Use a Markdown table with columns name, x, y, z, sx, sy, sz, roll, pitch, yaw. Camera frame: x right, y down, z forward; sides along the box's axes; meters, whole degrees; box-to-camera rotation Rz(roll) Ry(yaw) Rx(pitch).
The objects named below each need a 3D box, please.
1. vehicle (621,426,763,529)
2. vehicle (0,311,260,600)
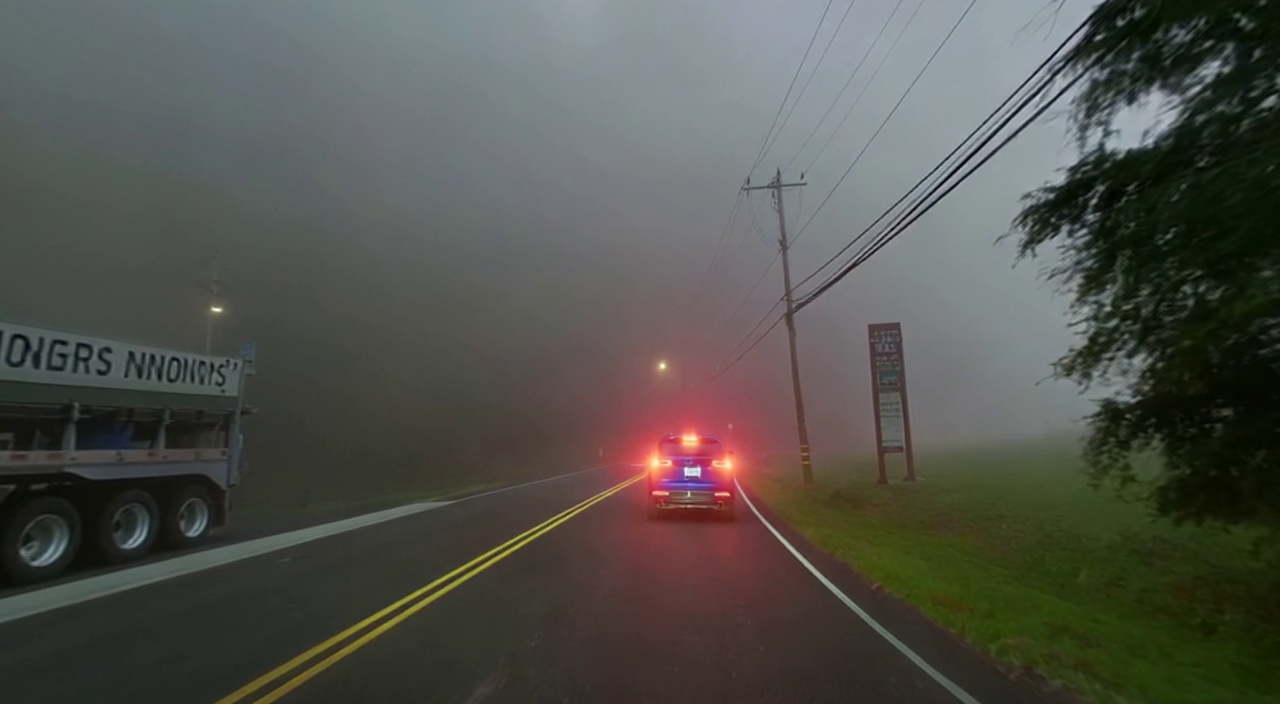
| name | x | y | z | sx | sy | sz | roll | pitch | yaw |
| --- | --- | --- | --- | --- | --- | --- | --- | --- | --- |
| vehicle | 0.798 | 2.135 | 11.222 | 2.081 | 1.503 | 3.726 | 0 | -8 | 1 |
| vehicle | -8.518 | 1.264 | 6.829 | 3.395 | 3.071 | 7.634 | -7 | -6 | 7 |
